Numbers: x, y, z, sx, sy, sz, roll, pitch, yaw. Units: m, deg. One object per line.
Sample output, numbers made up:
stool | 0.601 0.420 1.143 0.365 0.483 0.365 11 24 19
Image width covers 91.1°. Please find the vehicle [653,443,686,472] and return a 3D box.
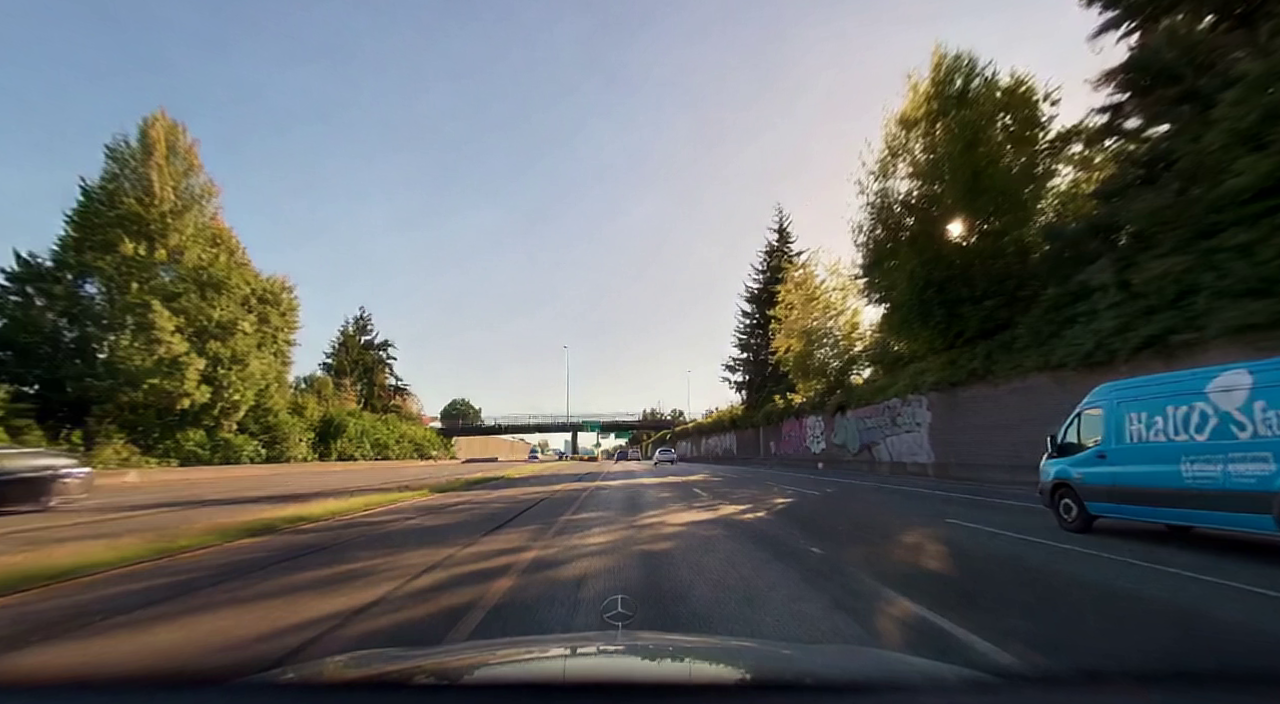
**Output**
vehicle | 2.072 7.647 45.589 2.007 1.943 5.010 0 -9 -2
